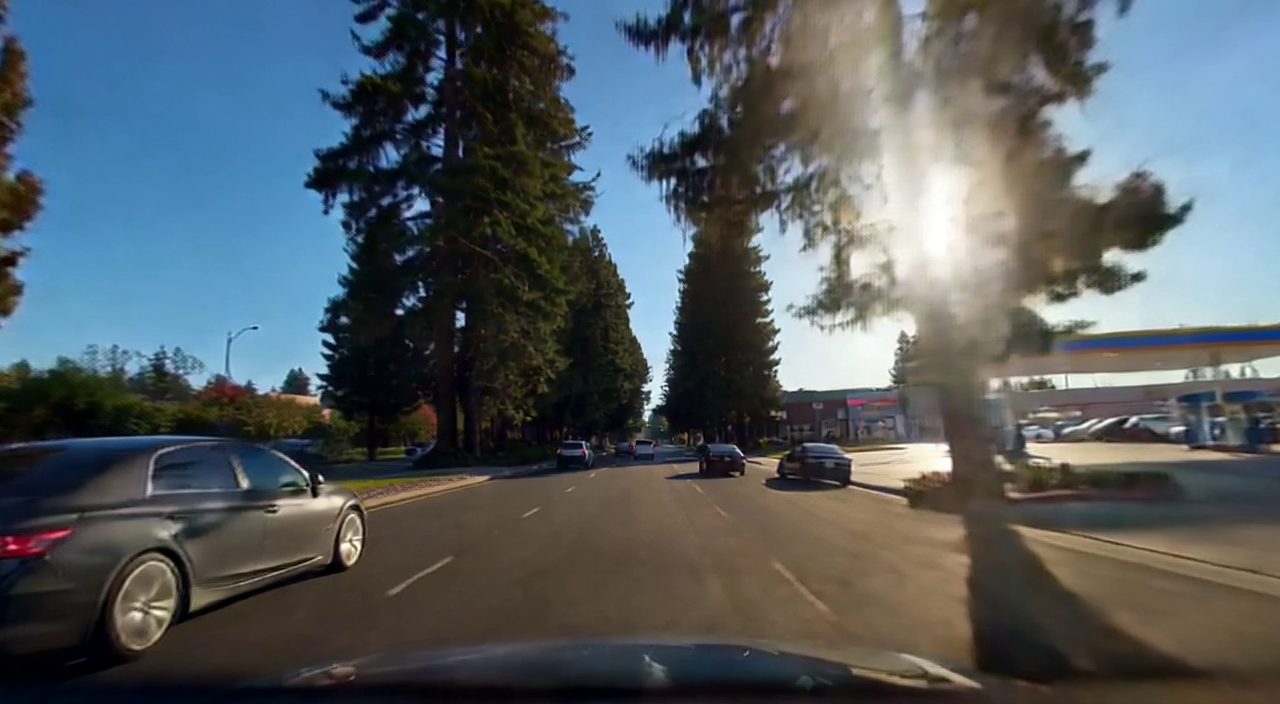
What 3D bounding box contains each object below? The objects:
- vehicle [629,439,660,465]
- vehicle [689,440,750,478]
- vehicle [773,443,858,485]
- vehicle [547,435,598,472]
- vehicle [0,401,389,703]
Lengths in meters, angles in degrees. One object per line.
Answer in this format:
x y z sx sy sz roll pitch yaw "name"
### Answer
0.264 6.473 40.916 1.922 1.579 3.642 0 -8 0 "vehicle"
3.325 4.576 27.268 2.010 1.486 4.498 0 -8 0 "vehicle"
6.386 4.109 23.478 1.856 1.421 4.357 0 -8 -1 "vehicle"
-3.384 5.220 32.567 2.051 1.747 4.370 0 -8 1 "vehicle"
-4.067 1.288 4.949 1.988 1.530 5.155 0 -8 1 "vehicle"
